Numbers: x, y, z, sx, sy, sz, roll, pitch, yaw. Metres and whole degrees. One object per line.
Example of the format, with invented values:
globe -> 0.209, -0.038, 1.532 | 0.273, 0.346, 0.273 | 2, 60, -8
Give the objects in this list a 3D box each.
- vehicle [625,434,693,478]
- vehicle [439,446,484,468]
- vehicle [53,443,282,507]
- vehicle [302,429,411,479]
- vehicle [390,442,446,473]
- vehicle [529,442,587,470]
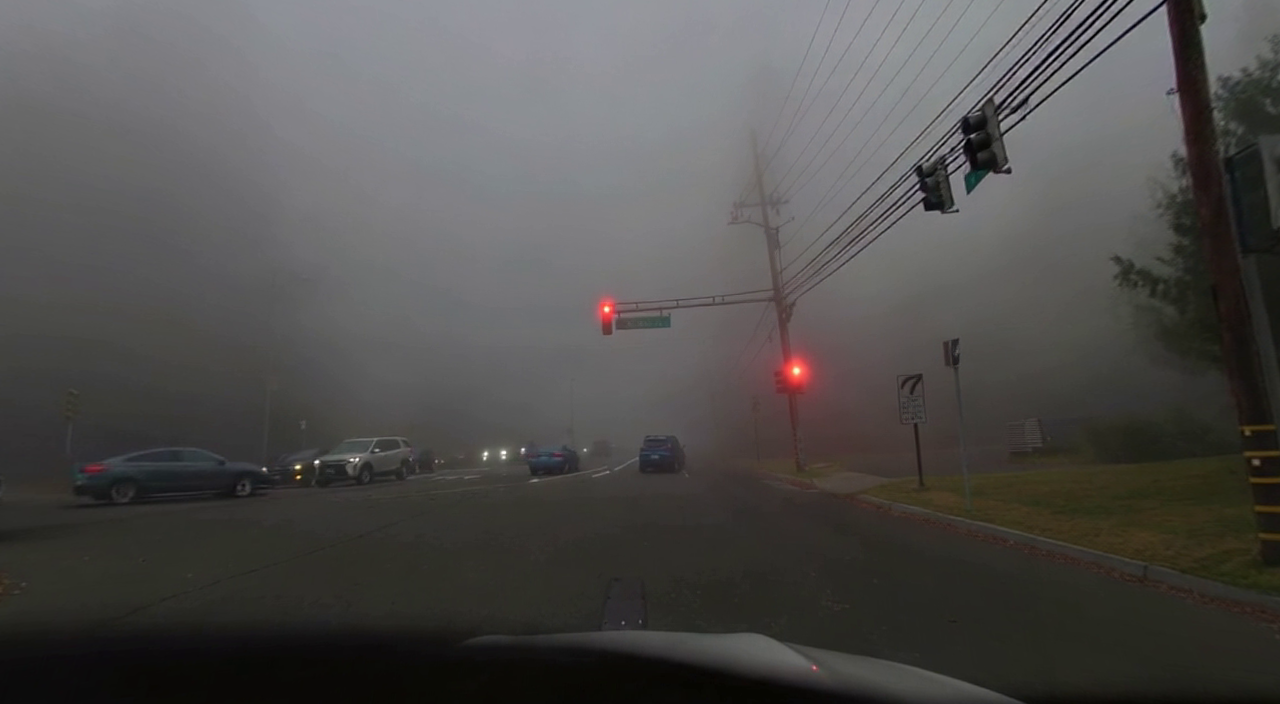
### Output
vehicle -> 0.919, 4.337, 26.429 | 2.051, 1.666, 4.607 | -2, -9, 12
vehicle -> -12.688, 7.484, 44.904 | 1.841, 1.477, 4.485 | -1, -8, 1
vehicle -> -12.307, 3.165, 16.649 | 4.531, 1.446, 1.846 | 6, -11, -38
vehicle -> -13.123, 4.767, 29.625 | 2.350, 2.104, 5.828 | 0, -8, 1
vehicle -> -13.231, 6.303, 37.631 | 1.772, 1.647, 4.221 | -4, -9, 0
vehicle -> -4.479, 5.766, 35.047 | 1.904, 1.482, 4.603 | -2, -9, 9
